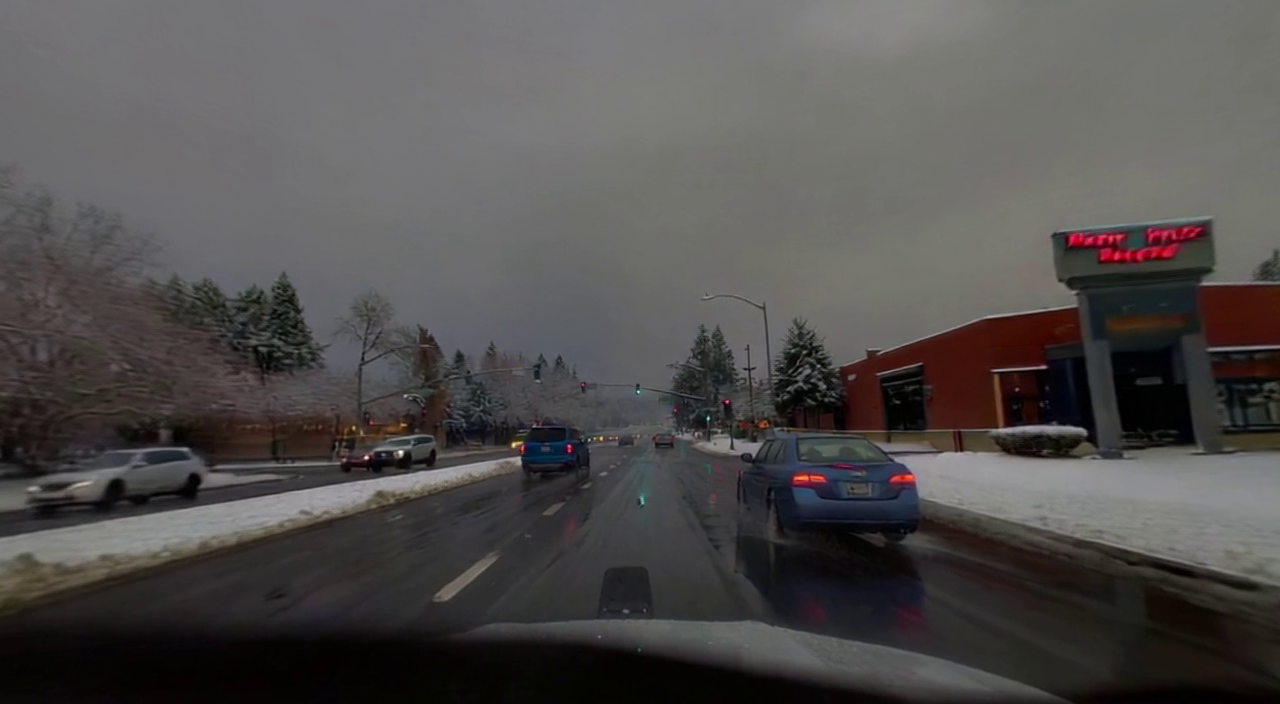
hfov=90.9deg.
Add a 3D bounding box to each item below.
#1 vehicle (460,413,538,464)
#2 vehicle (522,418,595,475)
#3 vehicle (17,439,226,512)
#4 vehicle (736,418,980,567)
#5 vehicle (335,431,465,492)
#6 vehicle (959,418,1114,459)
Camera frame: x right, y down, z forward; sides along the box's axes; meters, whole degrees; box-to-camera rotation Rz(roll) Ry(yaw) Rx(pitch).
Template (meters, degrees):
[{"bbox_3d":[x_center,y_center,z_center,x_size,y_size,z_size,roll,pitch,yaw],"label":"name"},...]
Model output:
[{"bbox_3d":[-5.785,3.656,26.422,2.157,1.942,4.210,0,-9,2],"label":"vehicle"},{"bbox_3d":[-3.019,3.681,24.494,2.152,1.987,4.527,0,-8,1],"label":"vehicle"},{"bbox_3d":[-14.264,3.373,17.793,1.961,1.757,4.557,0,-8,0],"label":"vehicle"},{"bbox_3d":[2.529,1.746,8.626,1.919,1.472,4.470,-1,-8,3],"label":"vehicle"},{"bbox_3d":[-6.487,3.006,17.603,1.751,1.445,4.340,0,-9,2],"label":"vehicle"},{"bbox_3d":[15.432,3.449,24.865,4.680,1.506,2.017,-2,-9,14],"label":"vehicle"}]
